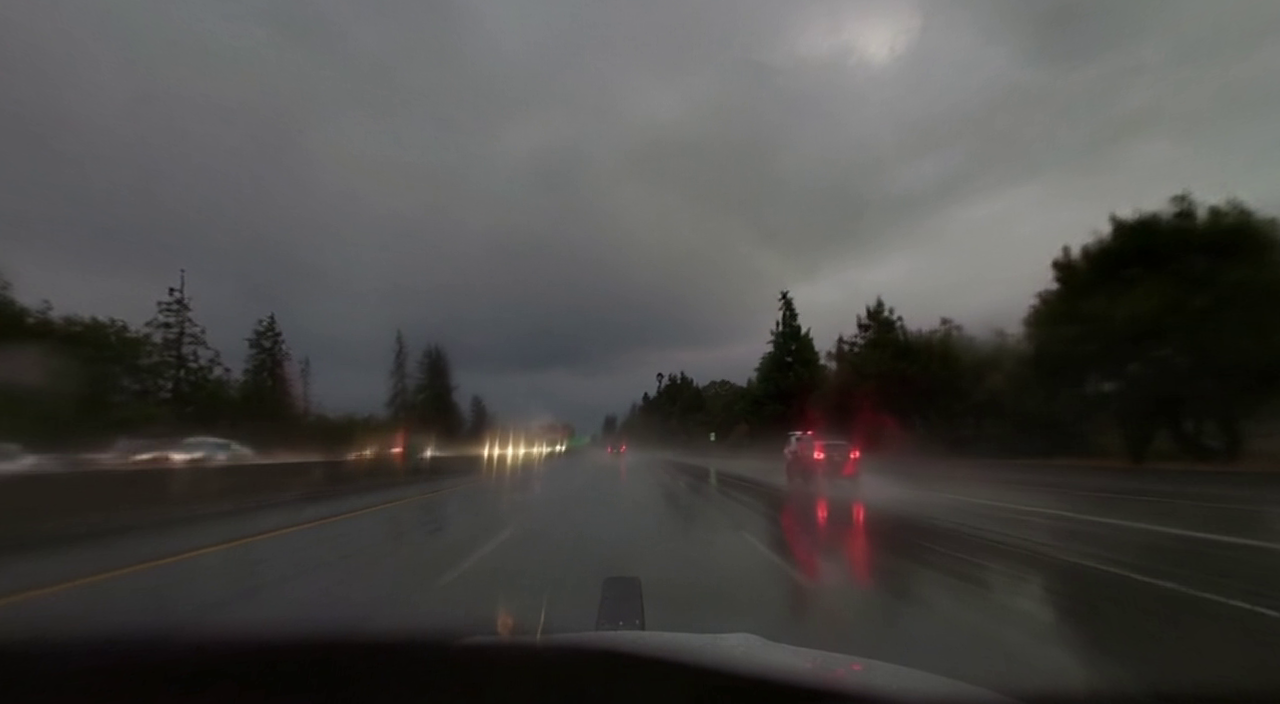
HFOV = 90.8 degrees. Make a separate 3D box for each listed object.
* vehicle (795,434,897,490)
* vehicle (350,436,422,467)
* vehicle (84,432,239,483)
[{"bbox_3d":[6.948,3.749,21.811,2.081,1.705,3.926,0,-9,-1],"label":"vehicle"},{"bbox_3d":[-14.358,5.665,35.993,2.189,1.641,4.696,0,-9,-1],"label":"vehicle"},{"bbox_3d":[-17.862,3.981,23.998,1.948,1.706,5.045,0,-9,0],"label":"vehicle"}]
